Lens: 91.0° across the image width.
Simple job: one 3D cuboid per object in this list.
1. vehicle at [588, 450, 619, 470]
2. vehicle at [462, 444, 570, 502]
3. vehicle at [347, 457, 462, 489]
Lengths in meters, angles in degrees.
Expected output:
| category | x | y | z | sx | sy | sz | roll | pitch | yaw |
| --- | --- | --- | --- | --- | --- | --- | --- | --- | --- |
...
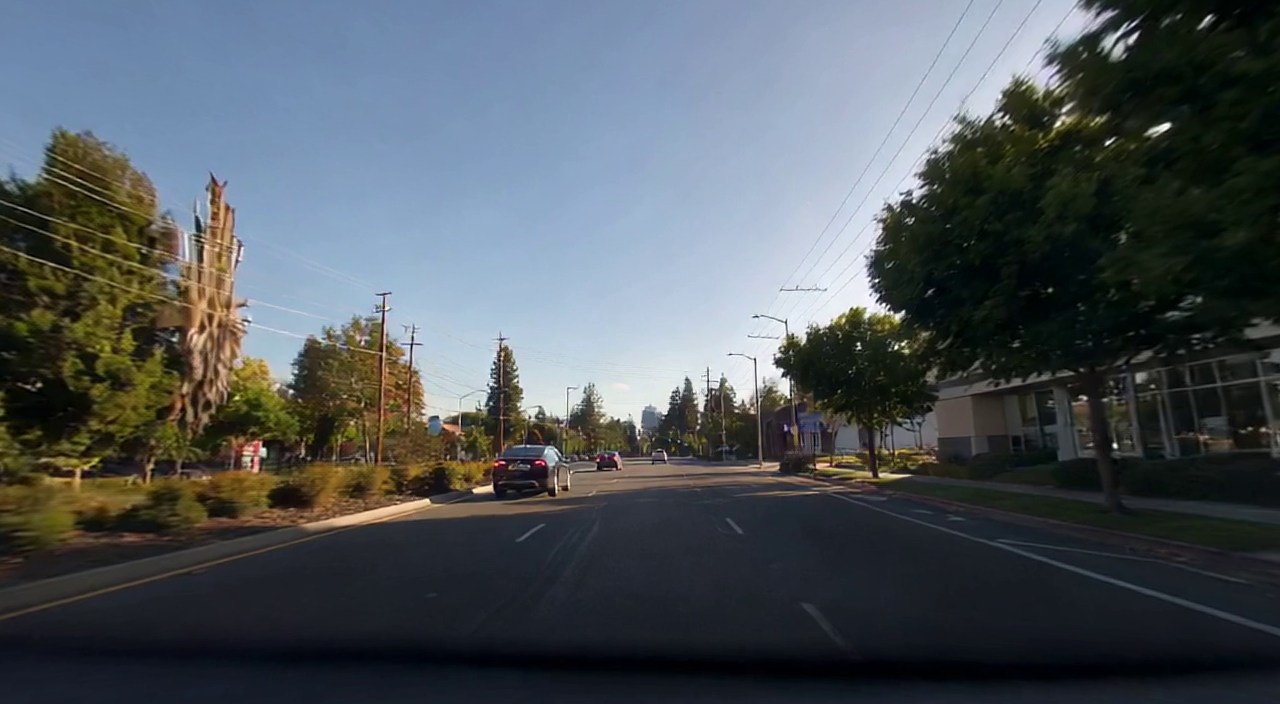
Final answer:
| category | x | y | z | sx | sy | sz | roll | pitch | yaw |
| --- | --- | --- | --- | --- | --- | --- | --- | --- | --- |
| vehicle | -2.745 | 8.267 | 48.326 | 2.039 | 1.479 | 4.257 | 0 | -9 | 2 |
| vehicle | -3.380 | 3.411 | 18.151 | 2.076 | 1.444 | 4.328 | -1 | -9 | 2 |
| vehicle | -7.604 | 3.945 | 20.665 | 2.700 | 0.905 | 2.928 | 0 | -9 | -2 |
